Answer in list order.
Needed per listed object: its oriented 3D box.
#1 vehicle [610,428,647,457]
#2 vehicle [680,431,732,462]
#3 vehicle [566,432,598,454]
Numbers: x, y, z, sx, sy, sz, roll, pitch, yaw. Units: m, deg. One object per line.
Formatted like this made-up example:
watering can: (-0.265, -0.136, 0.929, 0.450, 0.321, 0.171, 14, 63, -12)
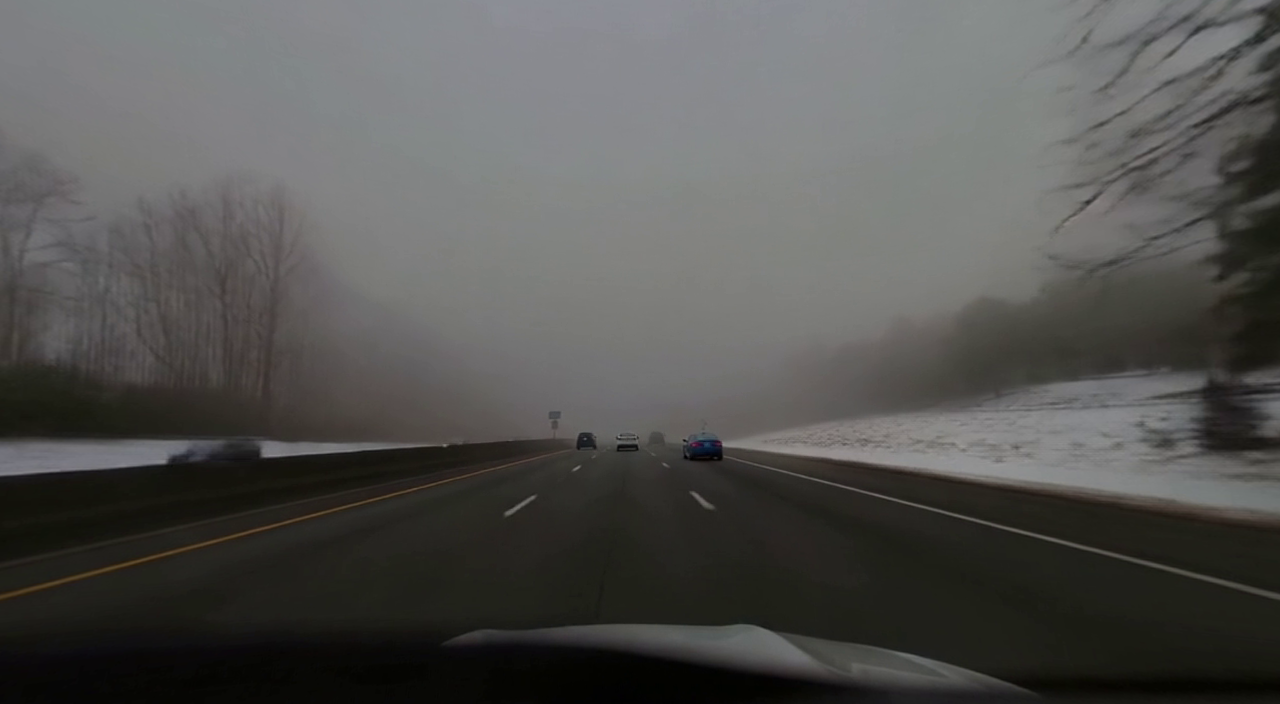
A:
vehicle: (-0.706, 5.555, 38.730, 2.182, 1.680, 4.253, 0, -8, -1)
vehicle: (3.354, 4.879, 32.795, 2.056, 1.479, 4.660, 0, -8, -2)
vehicle: (-4.099, 6.497, 45.034, 2.041, 1.546, 4.080, 0, -8, -1)
